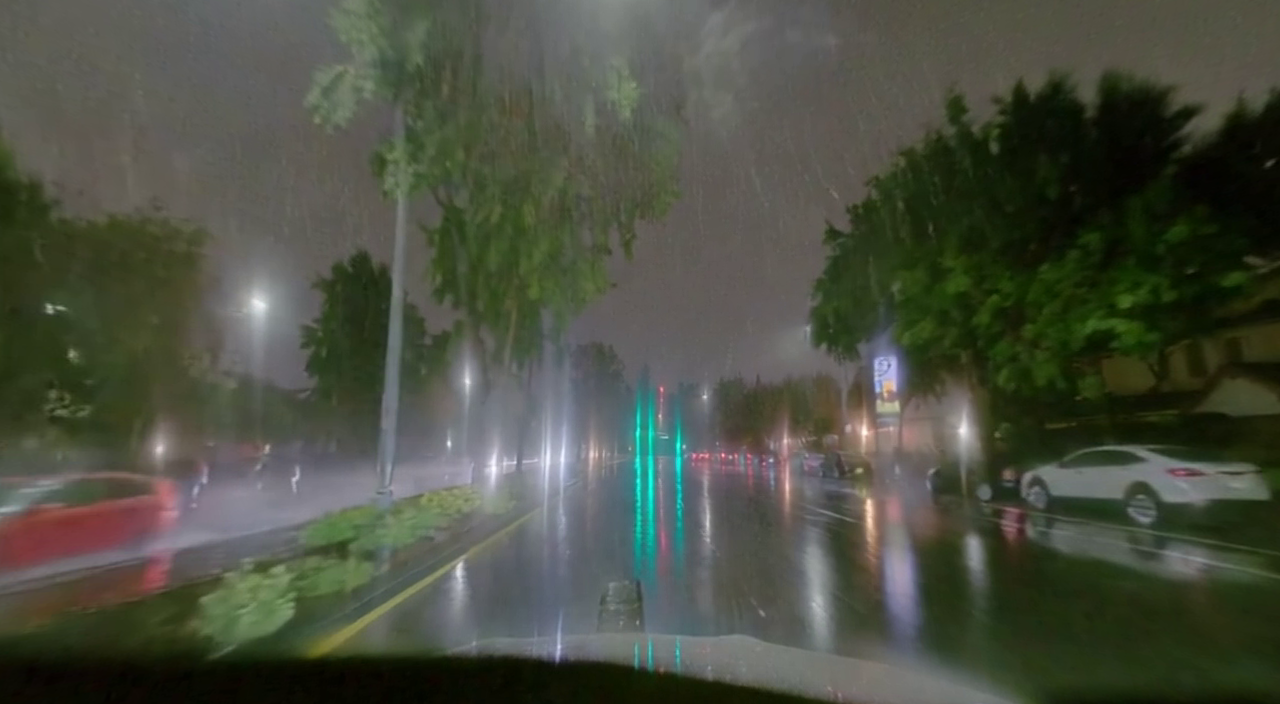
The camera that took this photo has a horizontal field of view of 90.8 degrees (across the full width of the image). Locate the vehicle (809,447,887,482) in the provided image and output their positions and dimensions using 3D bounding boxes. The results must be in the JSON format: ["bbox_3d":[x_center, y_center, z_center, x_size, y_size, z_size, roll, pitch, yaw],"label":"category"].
[{"bbox_3d":[9.601,5.219,29.590,1.899,1.475,4.572,0,-8,-2],"label":"vehicle"}]

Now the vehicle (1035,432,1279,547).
[{"bbox_3d":[9.794,2.410,11.825,1.882,1.702,4.346,0,-8,-1],"label":"vehicle"}]

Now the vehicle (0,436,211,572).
[{"bbox_3d":[-8.024,1.844,7.992,1.913,1.485,4.624,-1,-8,0],"label":"vehicle"}]

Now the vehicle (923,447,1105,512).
[{"bbox_3d":[9.633,3.278,16.818,1.961,1.456,4.493,0,-8,-2],"label":"vehicle"}]

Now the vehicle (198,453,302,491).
[{"bbox_3d":[-18.452,5.671,30.227,1.885,1.553,4.864,-1,-8,0],"label":"vehicle"}]

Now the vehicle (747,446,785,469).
[{"bbox_3d":[9.581,8.029,48.344,1.885,1.685,4.430,0,-8,-2],"label":"vehicle"}]
